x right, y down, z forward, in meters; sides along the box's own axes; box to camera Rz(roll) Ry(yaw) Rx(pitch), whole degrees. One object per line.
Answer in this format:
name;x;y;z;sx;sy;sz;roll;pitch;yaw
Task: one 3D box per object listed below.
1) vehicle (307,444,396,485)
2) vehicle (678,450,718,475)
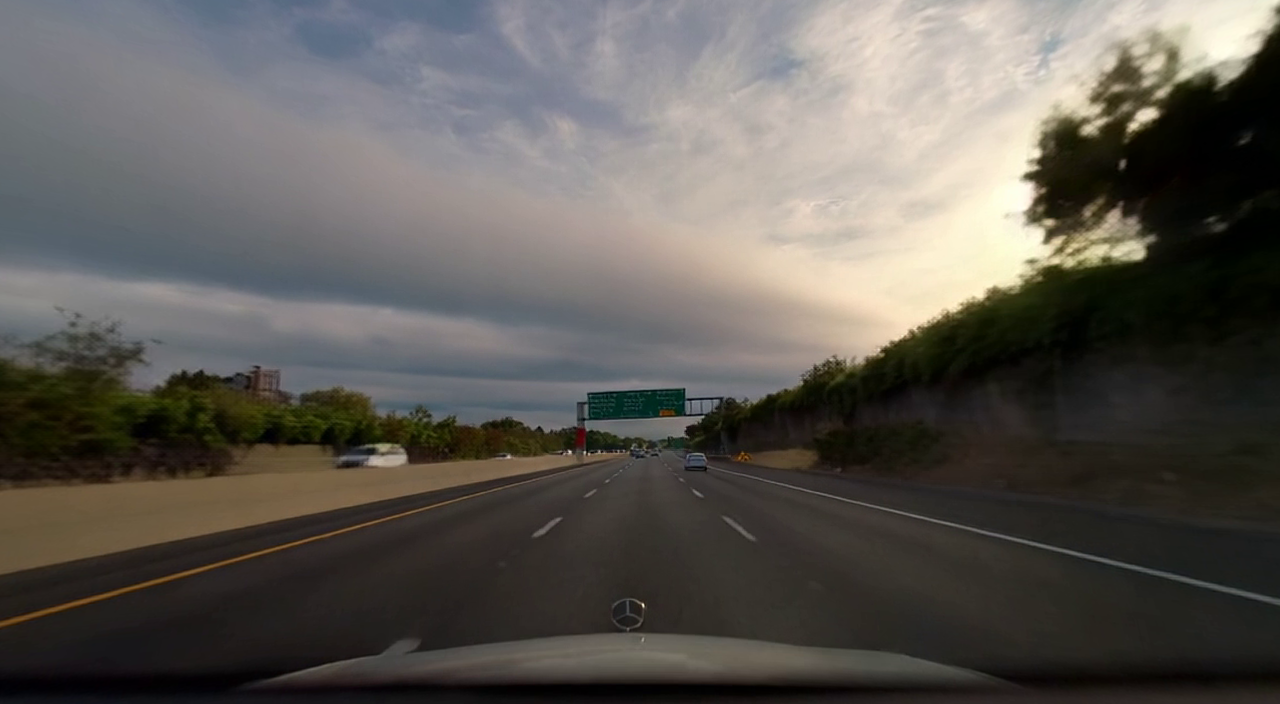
vehicle;-13.901;5.443;30.717;1.971;1.813;4.743;0;-9;1
vehicle;3.429;6.663;38.126;2.065;1.400;4.028;0;-9;0
